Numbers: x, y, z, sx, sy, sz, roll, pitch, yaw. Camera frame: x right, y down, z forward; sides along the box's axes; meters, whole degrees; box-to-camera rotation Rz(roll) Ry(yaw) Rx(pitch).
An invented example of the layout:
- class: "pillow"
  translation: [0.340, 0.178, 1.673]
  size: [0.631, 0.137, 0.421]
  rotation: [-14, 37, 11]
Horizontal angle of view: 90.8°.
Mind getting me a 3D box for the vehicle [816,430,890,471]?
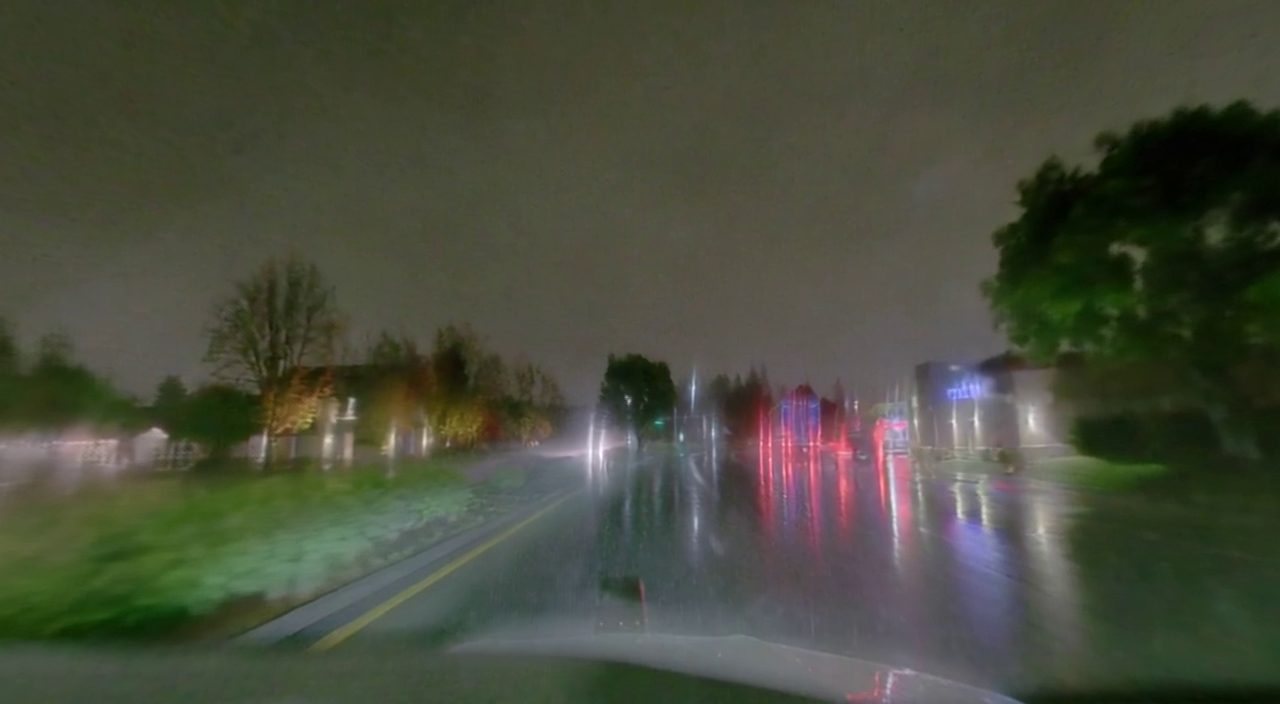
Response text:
- class: "vehicle"
  translation: [10.982, 5.154, 33.114]
  size: [2.200, 1.944, 5.935]
  rotation: [-1, -8, 4]
